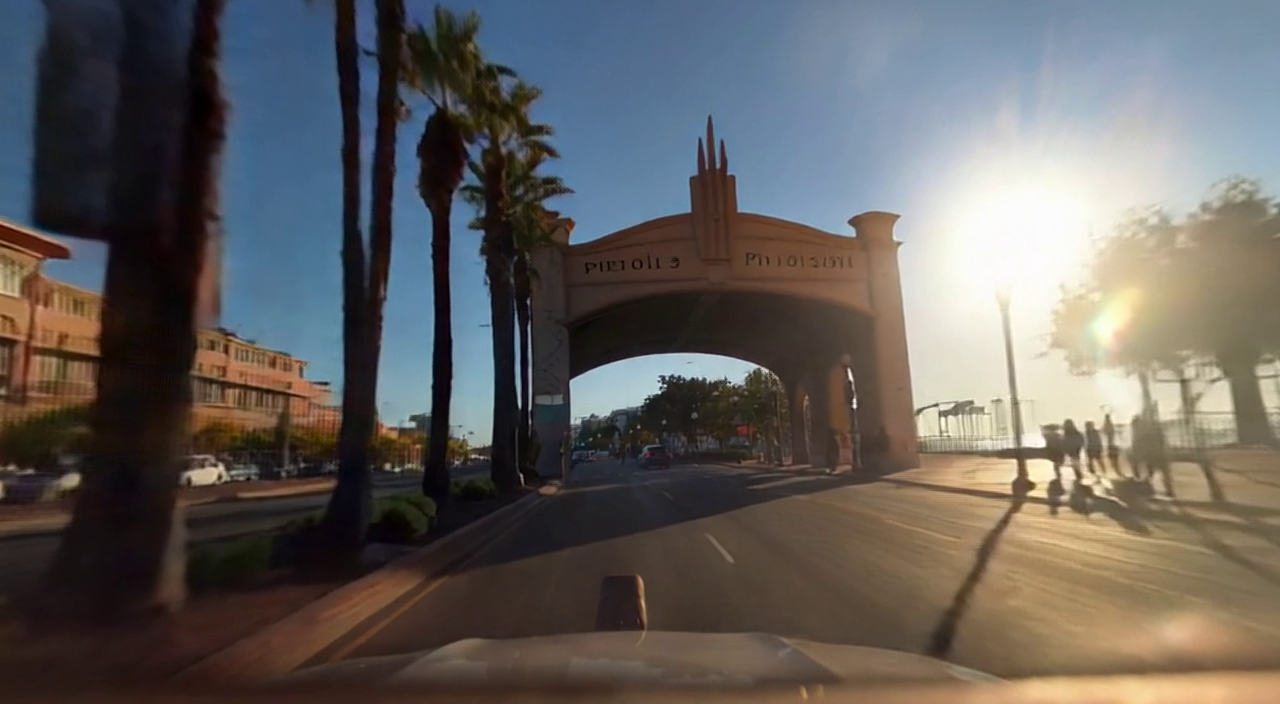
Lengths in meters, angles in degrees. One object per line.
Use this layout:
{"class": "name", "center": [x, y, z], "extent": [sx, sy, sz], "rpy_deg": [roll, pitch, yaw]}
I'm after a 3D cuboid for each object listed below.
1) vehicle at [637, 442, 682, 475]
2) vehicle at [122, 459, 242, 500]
{"class": "vehicle", "center": [1.184, 7.084, 42.332], "extent": [2.284, 2.010, 6.670], "rpy_deg": [0, -9, -4]}
{"class": "vehicle", "center": [-21.979, 6.113, 30.645], "extent": [2.285, 1.689, 4.968], "rpy_deg": [0, -9, -4]}
